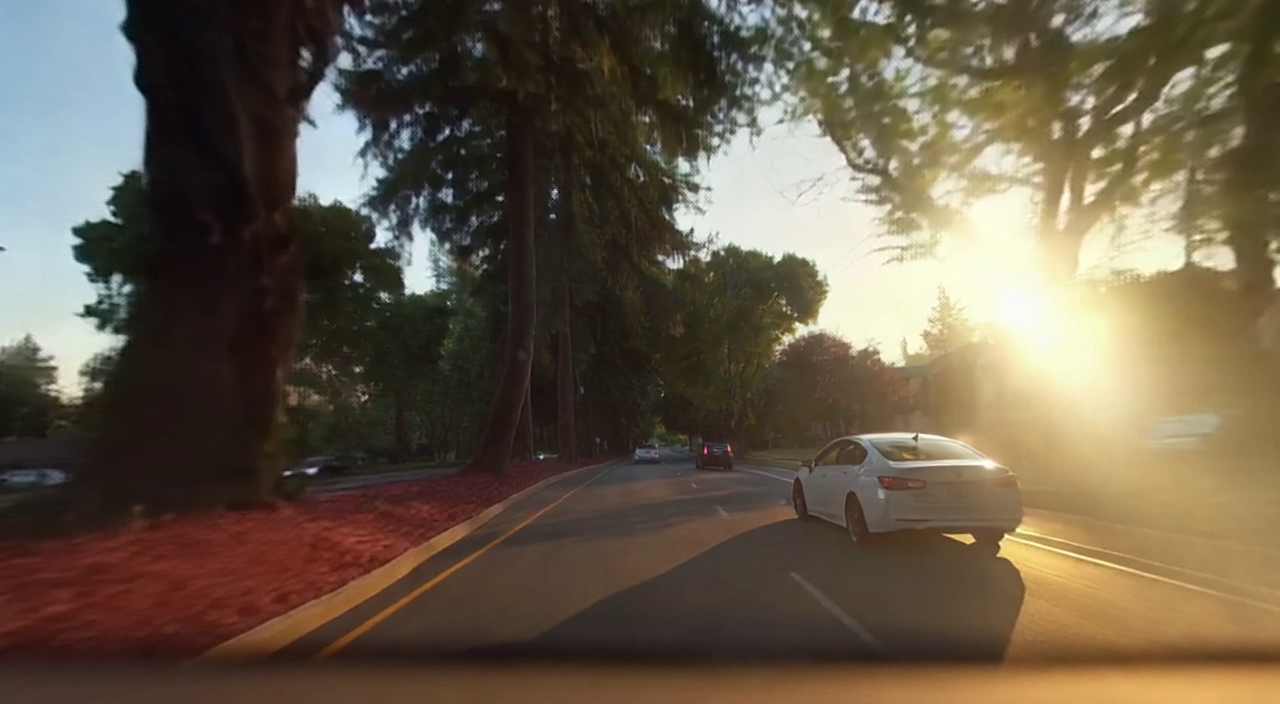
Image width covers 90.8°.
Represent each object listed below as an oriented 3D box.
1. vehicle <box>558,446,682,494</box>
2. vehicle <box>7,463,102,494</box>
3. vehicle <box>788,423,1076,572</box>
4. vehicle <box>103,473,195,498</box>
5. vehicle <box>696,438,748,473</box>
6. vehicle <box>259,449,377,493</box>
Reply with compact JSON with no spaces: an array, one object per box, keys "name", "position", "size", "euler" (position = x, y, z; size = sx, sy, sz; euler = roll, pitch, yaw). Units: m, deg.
[{"name":"vehicle","position":[-0.676,4.303,23.169],"size":[4.279,1.438,2.037],"euler":[-3,-10,4]},{"name":"vehicle","position":[-44.701,9.679,48.290],"size":[5.033,2.130,2.084],"euler":[1,-9,0]},{"name":"vehicle","position":[3.550,1.833,8.738],"size":[1.985,1.529,4.147],"euler":[0,-8,0]},{"name":"vehicle","position":[-31.595,8.610,40.727],"size":[4.432,1.484,1.839],"euler":[-1,-9,3]},{"name":"vehicle","position":[4.094,5.292,32.390],"size":[2.074,1.652,4.340],"euler":[0,-8,0]},{"name":"vehicle","position":[-12.282,4.543,24.565],"size":[2.063,1.485,4.756],"euler":[0,-8,0]}]
